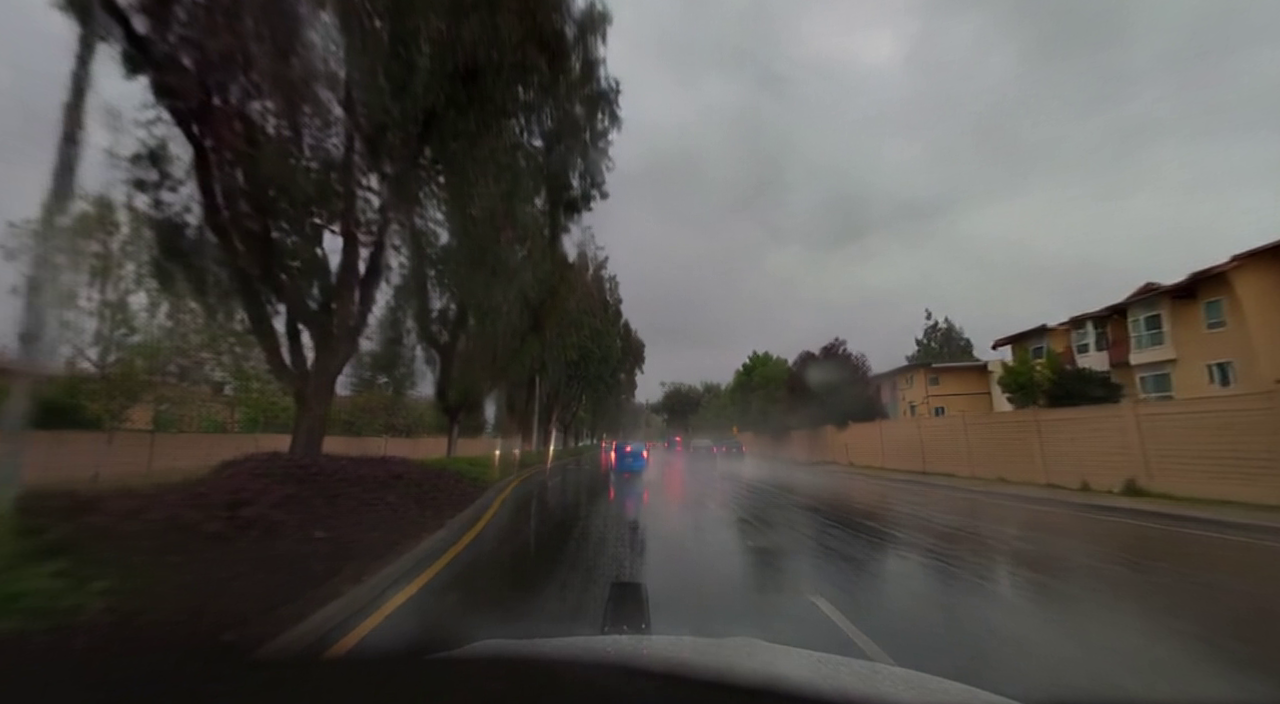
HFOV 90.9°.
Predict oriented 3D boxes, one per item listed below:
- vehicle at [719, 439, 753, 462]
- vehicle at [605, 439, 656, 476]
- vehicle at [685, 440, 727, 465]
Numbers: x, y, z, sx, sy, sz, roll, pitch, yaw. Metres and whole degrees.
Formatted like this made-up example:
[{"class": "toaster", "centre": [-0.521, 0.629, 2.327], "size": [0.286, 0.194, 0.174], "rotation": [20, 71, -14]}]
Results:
[{"class": "vehicle", "centre": [7.414, 7.660, 49.263], "size": [1.972, 1.700, 4.269], "rotation": [0, -8, 0]}, {"class": "vehicle", "centre": [-0.389, 4.633, 27.931], "size": [2.102, 1.481, 3.907], "rotation": [0, -8, 0]}, {"class": "vehicle", "centre": [4.148, 6.454, 40.521], "size": [2.067, 1.514, 4.188], "rotation": [0, -8, -3]}]
